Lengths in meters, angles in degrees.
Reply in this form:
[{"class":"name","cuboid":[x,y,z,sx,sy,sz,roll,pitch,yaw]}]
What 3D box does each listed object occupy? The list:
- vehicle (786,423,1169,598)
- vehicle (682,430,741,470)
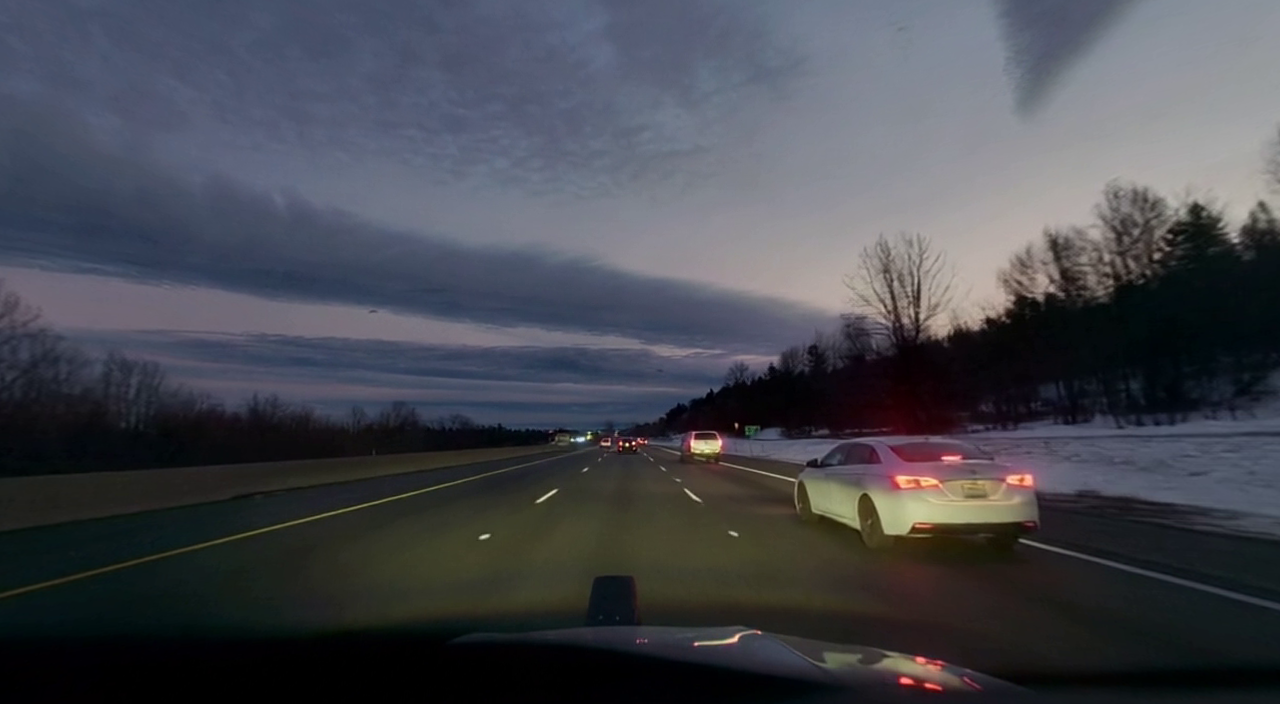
[{"class":"vehicle","cuboid":[3.458,1.683,7.792,2.056,1.479,4.660,0,-8,-2]},{"class":"vehicle","cuboid":[3.201,4.498,29.077,2.098,1.677,4.275,0,-8,-2]}]
